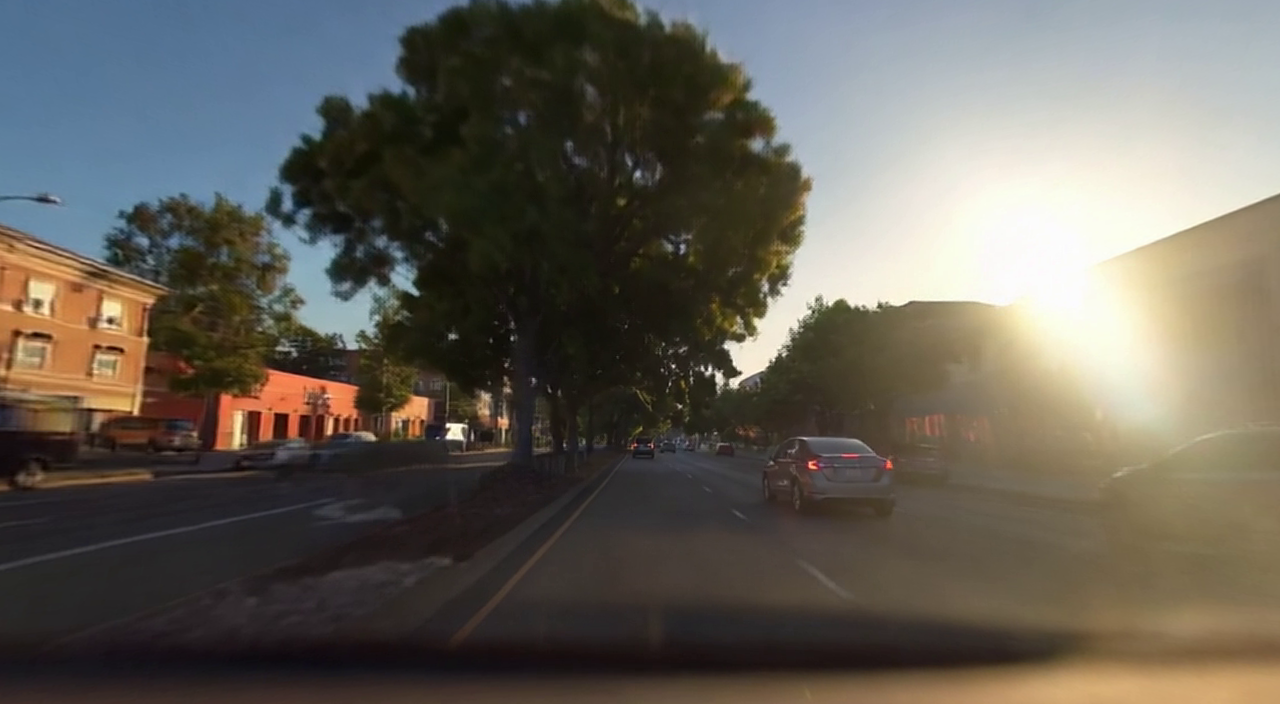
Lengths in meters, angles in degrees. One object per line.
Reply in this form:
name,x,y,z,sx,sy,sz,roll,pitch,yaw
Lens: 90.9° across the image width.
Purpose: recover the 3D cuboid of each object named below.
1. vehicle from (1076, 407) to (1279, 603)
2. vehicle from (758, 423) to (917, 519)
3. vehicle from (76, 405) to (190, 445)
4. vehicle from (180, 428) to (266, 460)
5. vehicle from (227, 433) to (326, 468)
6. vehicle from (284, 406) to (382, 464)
vehicle,6.806,1.400,5.797,2.134,1.738,4.833,0,-9,0
vehicle,3.876,2.416,13.207,2.072,1.669,3.836,0,-9,0
vehicle,-26.908,3.922,33.596,4.235,2.032,2.010,0,-9,1
vehicle,-25.618,5.700,38.840,3.907,1.800,1.917,-2,-10,2
vehicle,-18.917,5.153,33.121,2.015,1.647,5.085,0,-9,2
vehicle,-18.933,5.242,39.419,2.811,3.326,6.083,0,-9,2
